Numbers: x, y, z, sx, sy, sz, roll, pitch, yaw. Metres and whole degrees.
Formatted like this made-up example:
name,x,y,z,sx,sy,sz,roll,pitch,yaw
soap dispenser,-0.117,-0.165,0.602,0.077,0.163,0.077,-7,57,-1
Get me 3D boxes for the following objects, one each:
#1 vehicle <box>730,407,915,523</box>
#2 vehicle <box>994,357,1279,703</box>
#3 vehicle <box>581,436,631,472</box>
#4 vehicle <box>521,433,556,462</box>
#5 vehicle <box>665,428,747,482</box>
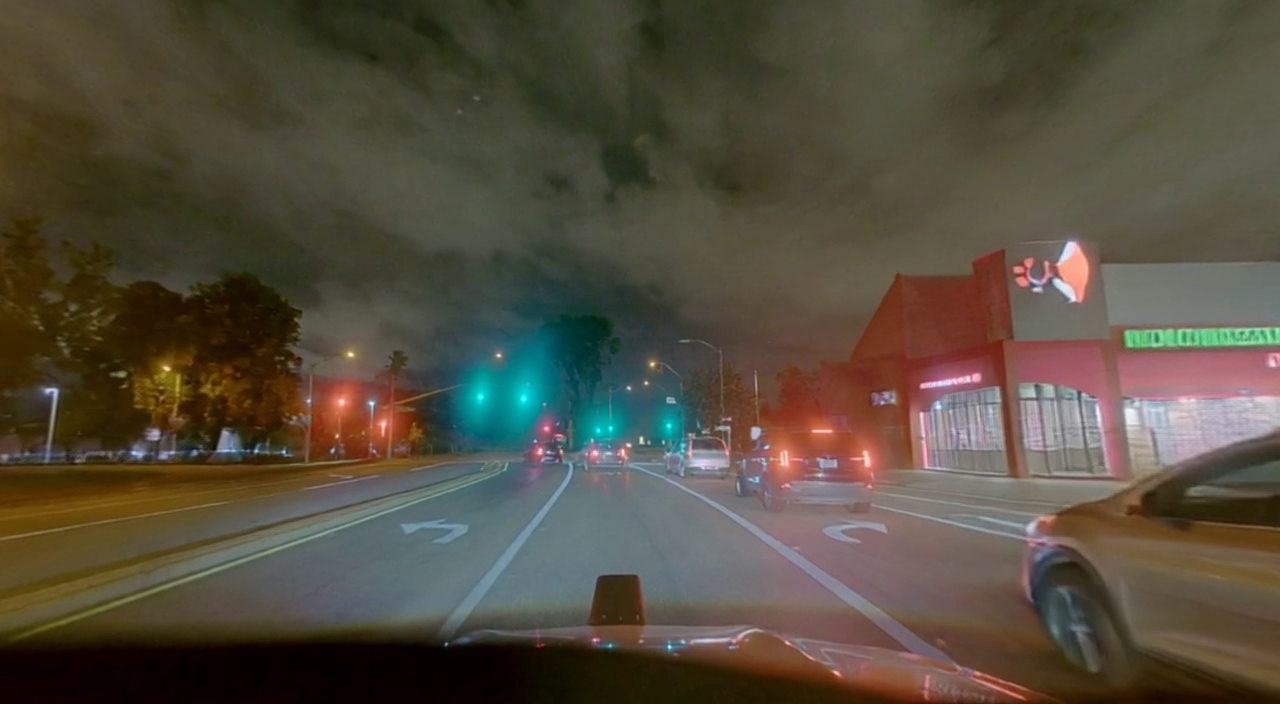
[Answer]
name,x,y,z,sx,sy,sz,roll,pitch,yaw
vehicle,3.124,2.074,11.973,2.046,1.768,4.370,0,-9,-2
vehicle,3.254,0.780,1.922,1.966,1.596,3.980,0,-8,-1
vehicle,-1.641,4.660,29.017,2.068,1.512,3.987,1,-9,-6
vehicle,-7.725,7.204,48.170,2.462,2.079,5.117,1,-8,-10
vehicle,2.282,3.732,23.270,2.216,1.750,4.520,0,-8,-4
